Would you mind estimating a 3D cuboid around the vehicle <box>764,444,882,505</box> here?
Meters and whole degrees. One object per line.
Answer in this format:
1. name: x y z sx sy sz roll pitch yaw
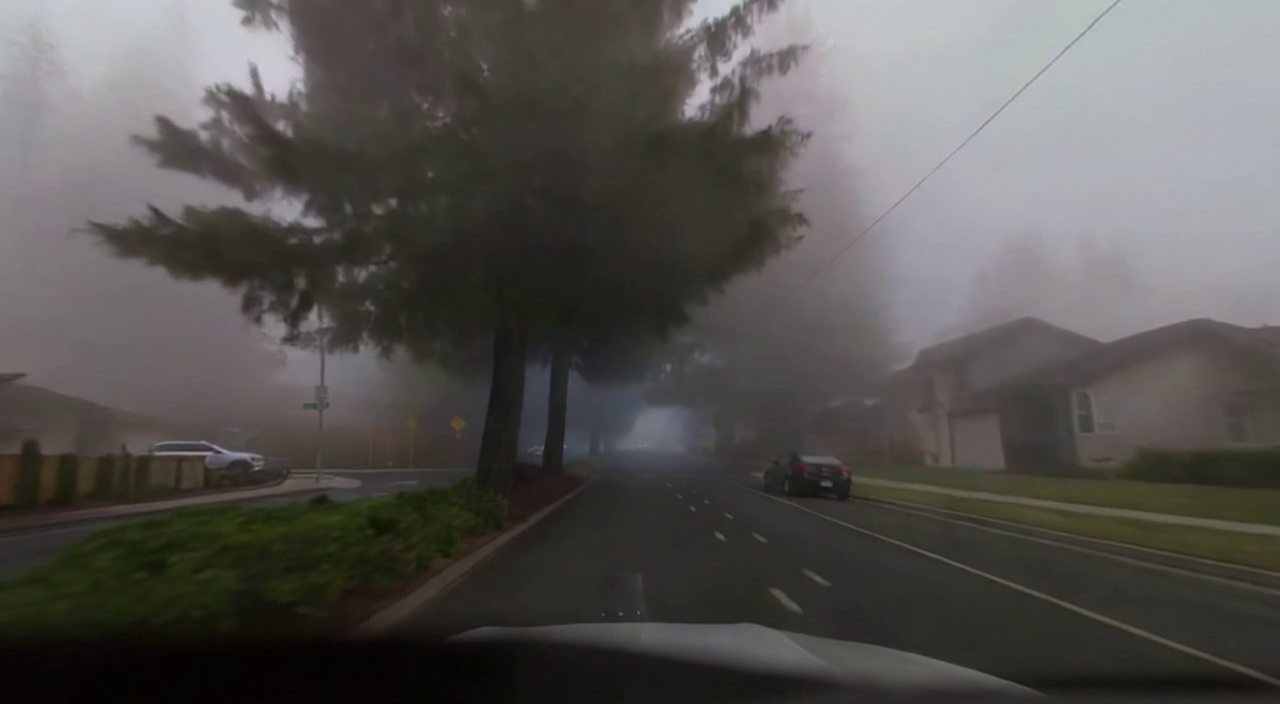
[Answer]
1. vehicle: 4.970 3.358 17.859 1.904 1.475 4.386 0 -8 -2
